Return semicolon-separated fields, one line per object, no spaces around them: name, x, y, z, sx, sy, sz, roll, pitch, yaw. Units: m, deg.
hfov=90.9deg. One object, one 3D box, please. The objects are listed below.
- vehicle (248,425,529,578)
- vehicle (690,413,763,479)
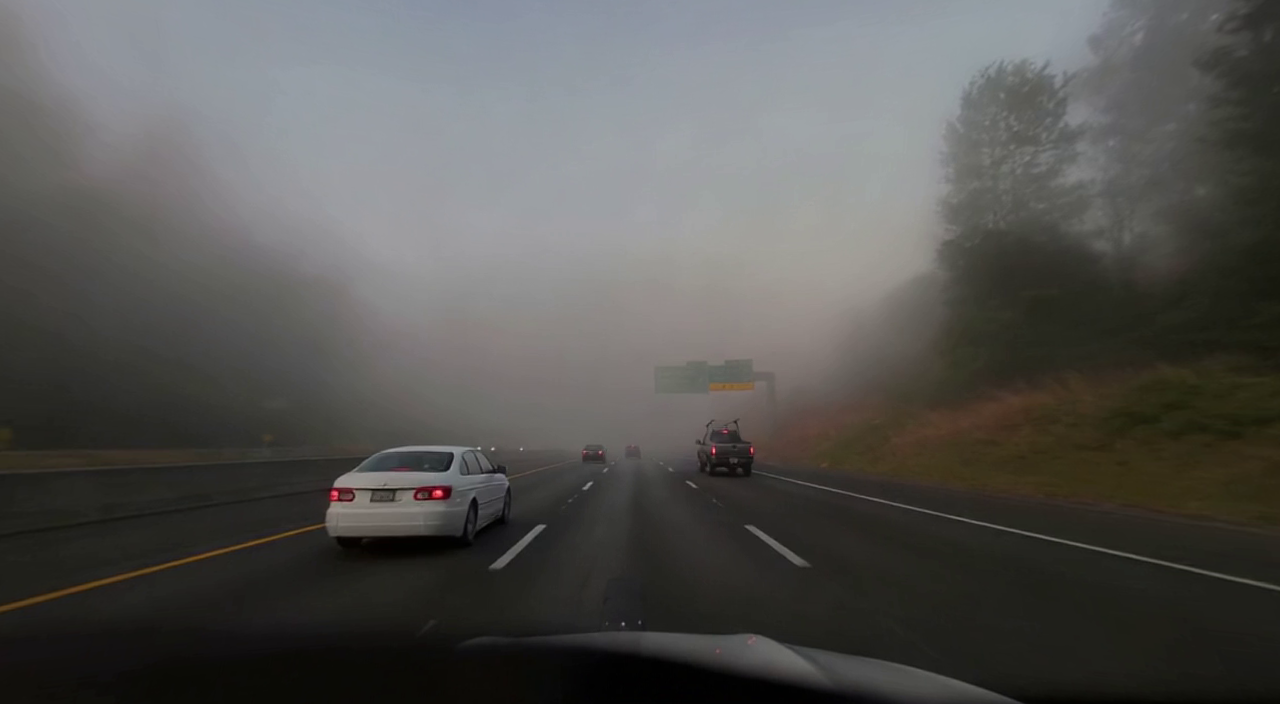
vehicle;-2.958;1.888;8.794;1.939;1.513;4.773;0;-9;0
vehicle;3.701;4.221;28.292;2.361;2.636;5.684;0;-9;-1
